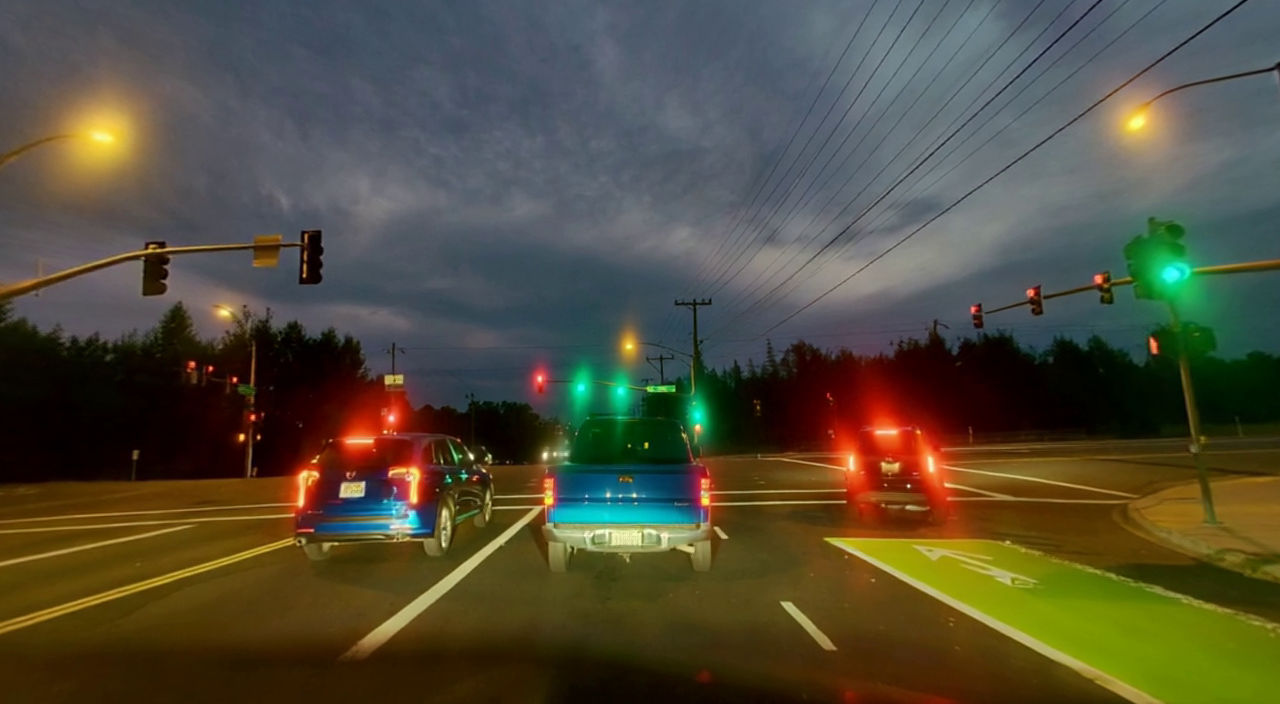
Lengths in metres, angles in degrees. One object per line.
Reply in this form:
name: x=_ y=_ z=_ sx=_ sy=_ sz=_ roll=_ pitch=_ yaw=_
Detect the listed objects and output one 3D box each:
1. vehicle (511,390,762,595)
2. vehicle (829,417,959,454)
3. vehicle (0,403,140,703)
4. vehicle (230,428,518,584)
vehicle: x=-0.060 y=1.522 z=7.615 sx=2.182 sy=1.773 sz=4.041 roll=0 pitch=-8 yaw=-1
vehicle: x=13.846 y=4.605 z=34.825 sx=6.143 sy=1.944 sz=2.229 roll=-1 pitch=-8 yaw=5
vehicle: x=-3.350 y=0.662 z=0.449 sx=1.928 sy=1.488 sz=4.936 roll=0 pitch=-8 yaw=0
vehicle: x=-2.932 y=1.767 z=8.007 sx=1.969 sy=1.486 sz=3.702 roll=0 pitch=-8 yaw=1
